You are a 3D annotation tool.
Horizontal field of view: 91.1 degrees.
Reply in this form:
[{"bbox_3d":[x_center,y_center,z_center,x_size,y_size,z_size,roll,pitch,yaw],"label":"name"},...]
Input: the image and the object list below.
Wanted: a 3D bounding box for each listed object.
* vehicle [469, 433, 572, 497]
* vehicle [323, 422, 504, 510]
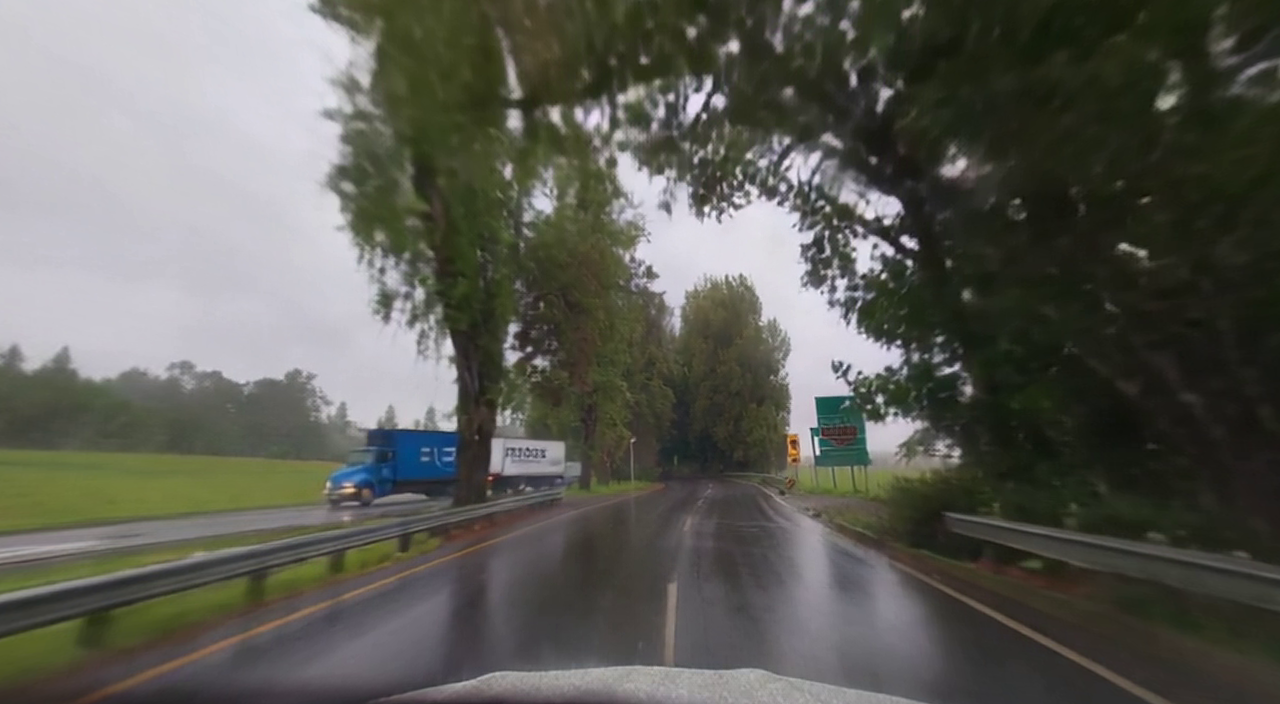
[{"bbox_3d":[-8.184,7.999,44.398,2.935,4.083,7.922,-4,-11,24],"label":"vehicle"},{"bbox_3d":[-12.445,6.527,35.991,2.952,4.284,9.811,-6,-12,31],"label":"vehicle"}]
